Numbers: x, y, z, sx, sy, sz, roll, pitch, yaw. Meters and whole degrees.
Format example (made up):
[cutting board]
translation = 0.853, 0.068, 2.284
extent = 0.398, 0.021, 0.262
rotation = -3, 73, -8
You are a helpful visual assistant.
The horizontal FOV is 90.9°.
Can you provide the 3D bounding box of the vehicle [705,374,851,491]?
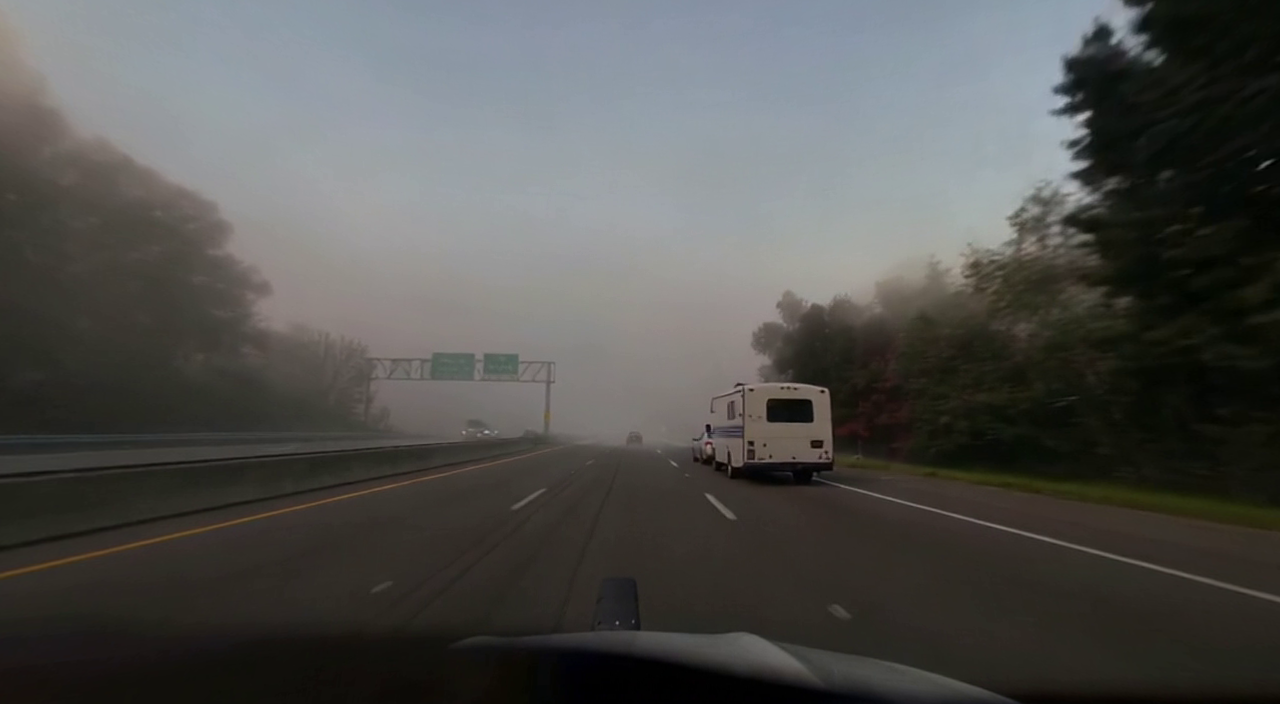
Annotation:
[vehicle]
translation = 3.473, 2.207, 17.336
extent = 2.590, 2.680, 5.445
rotation = 0, -7, -2
